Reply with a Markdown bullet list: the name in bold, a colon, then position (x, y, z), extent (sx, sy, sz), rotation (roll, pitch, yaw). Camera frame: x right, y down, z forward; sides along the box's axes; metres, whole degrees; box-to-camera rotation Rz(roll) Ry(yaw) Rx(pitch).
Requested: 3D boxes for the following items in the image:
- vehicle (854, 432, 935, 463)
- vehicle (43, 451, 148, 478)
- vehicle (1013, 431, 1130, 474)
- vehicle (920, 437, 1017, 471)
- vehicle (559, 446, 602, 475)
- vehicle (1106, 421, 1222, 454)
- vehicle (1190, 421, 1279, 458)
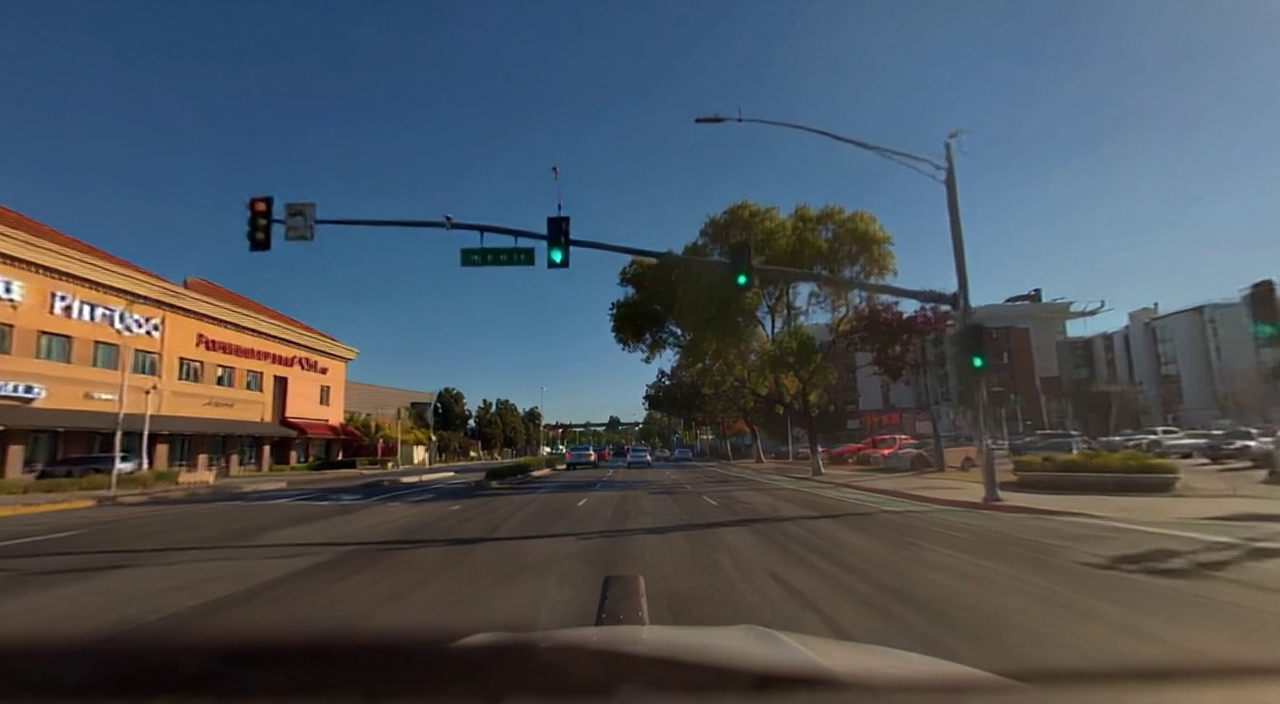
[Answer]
- **vehicle**: position (16.570, 6.209, 41.081), extent (5.004, 1.893, 2.228), rotation (5, -10, -32)
- **vehicle**: position (-33.589, 6.937, 39.082), extent (4.544, 1.515, 2.218), rotation (-1, -8, 3)
- **vehicle**: position (17.223, 3.993, 25.180), extent (4.759, 1.476, 1.911), rotation (3, -12, -32)
- **vehicle**: position (16.334, 5.027, 31.383), extent (4.673, 1.555, 2.010), rotation (5, -10, -30)
- **vehicle**: position (-3.372, 6.226, 36.539), extent (2.035, 1.564, 4.702), rotation (0, -8, 0)
- **vehicle**: position (29.579, 4.930, 35.926), extent (2.053, 1.559, 5.138), rotation (-3, -10, -1)
- **vehicle**: position (29.737, 4.253, 30.525), extent (1.972, 1.640, 4.885), rotation (0, -8, 1)
